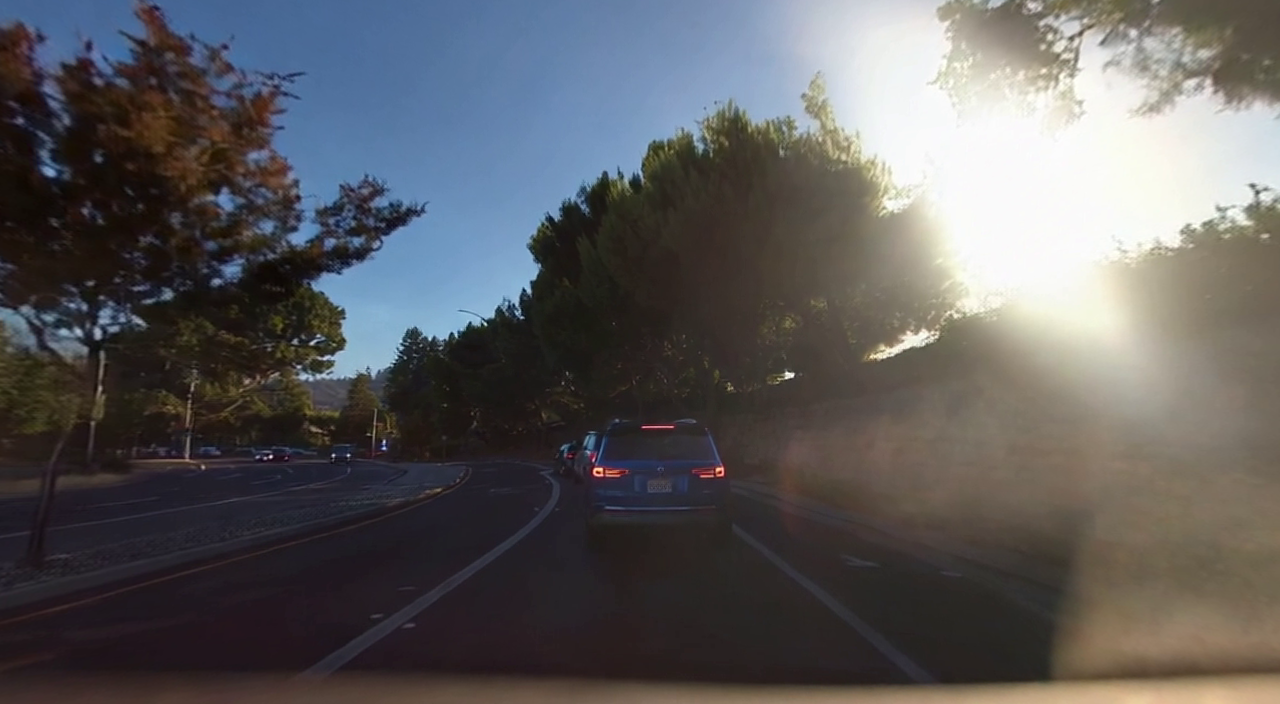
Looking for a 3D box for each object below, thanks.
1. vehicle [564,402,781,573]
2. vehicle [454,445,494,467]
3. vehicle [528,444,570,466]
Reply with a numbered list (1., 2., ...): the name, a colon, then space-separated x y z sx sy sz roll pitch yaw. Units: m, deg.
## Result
1. vehicle: 0.189 1.728 8.830 2.287 1.762 4.269 1 -8 -4
2. vehicle: -12.282 7.640 46.620 2.023 1.474 4.286 4 -9 -25
3. vehicle: -6.551 7.313 45.093 1.932 1.488 4.578 3 -9 -21
